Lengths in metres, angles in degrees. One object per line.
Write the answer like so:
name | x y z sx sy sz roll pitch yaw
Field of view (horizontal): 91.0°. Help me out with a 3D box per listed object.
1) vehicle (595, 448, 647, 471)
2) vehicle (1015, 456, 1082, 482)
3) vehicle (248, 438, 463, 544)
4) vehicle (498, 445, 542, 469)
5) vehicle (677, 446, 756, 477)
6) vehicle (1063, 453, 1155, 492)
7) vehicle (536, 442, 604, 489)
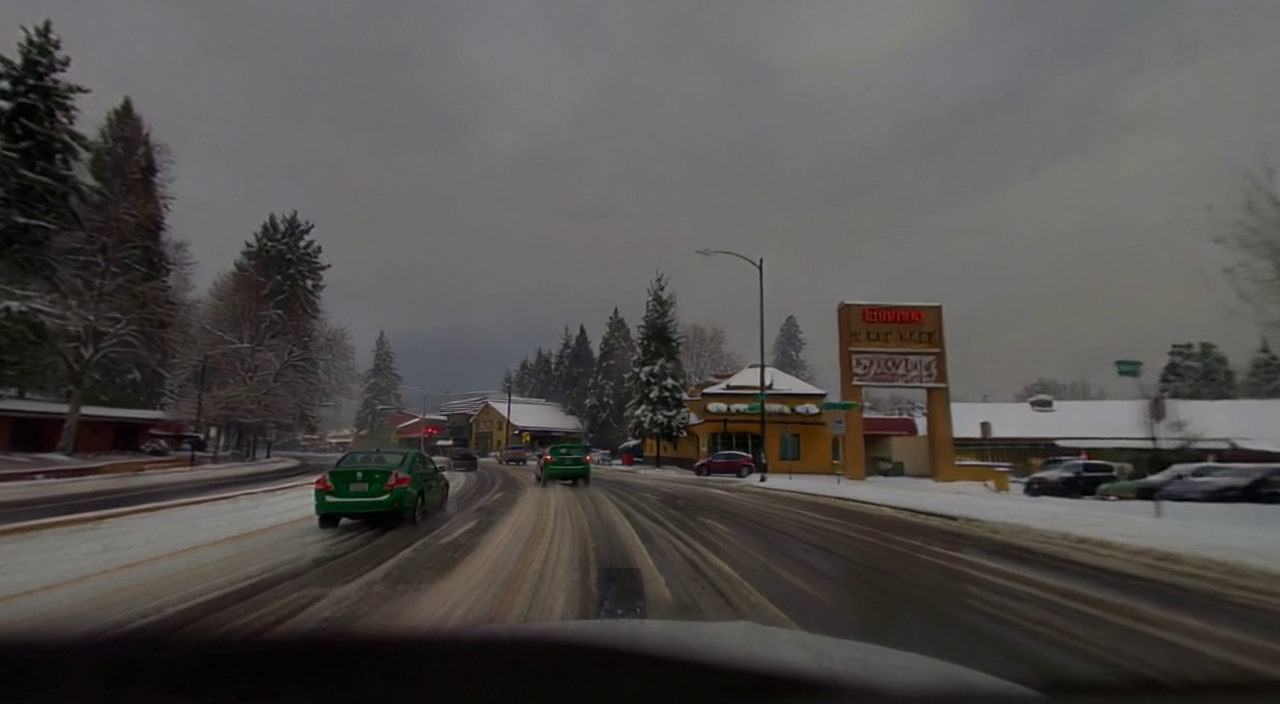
vehicle | -1.447 7.816 46.035 1.952 1.547 4.091 6 -10 -33
vehicle | 25.555 7.265 39.314 4.378 1.445 2.084 6 -11 -37
vehicle | -4.763 2.351 11.515 2.105 1.477 4.857 1 -8 -6
vehicle | -7.605 6.575 39.606 1.920 1.416 4.310 3 -9 -21
vehicle | 4.504 6.497 37.657 2.095 1.697 4.801 5 -10 -32
vehicle | 22.332 5.675 29.934 4.486 1.658 2.031 6 -10 -34
vehicle | -2.569 3.952 22.324 2.001 1.483 4.442 2 -9 -11
